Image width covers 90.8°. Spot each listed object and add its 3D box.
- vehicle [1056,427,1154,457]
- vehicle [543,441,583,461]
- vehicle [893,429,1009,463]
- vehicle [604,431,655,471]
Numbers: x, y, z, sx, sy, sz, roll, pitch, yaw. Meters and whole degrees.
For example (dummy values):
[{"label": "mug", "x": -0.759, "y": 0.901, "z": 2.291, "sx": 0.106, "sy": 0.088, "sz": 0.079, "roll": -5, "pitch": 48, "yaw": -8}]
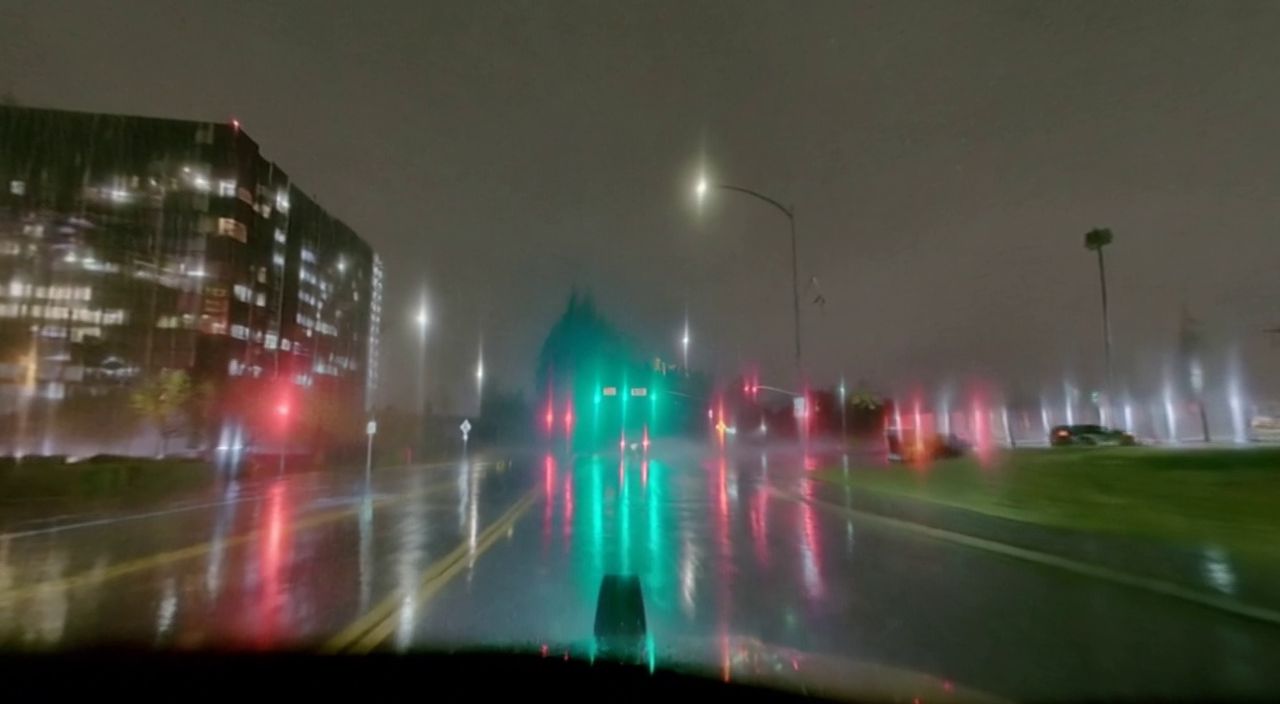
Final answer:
[{"label": "vehicle", "x": 29.055, "y": 5.651, "z": 39.602, "sx": 4.504, "sy": 1.759, "sz": 1.955, "roll": 0, "pitch": -8, "yaw": 3}, {"label": "vehicle", "x": -5.990, "y": 7.803, "z": 49.764, "sx": 1.939, "sy": 1.484, "sz": 4.645, "roll": -1, "pitch": -9, "yaw": 8}, {"label": "vehicle", "x": 14.625, "y": 4.442, "z": 29.927, "sx": 4.486, "sy": 1.494, "sz": 1.802, "roll": 0, "pitch": -9, "yaw": 5}, {"label": "vehicle", "x": -0.443, "y": 4.894, "z": 31.283, "sx": 2.230, "sy": 1.827, "sz": 4.298, "roll": 0, "pitch": -8, "yaw": 3}]
